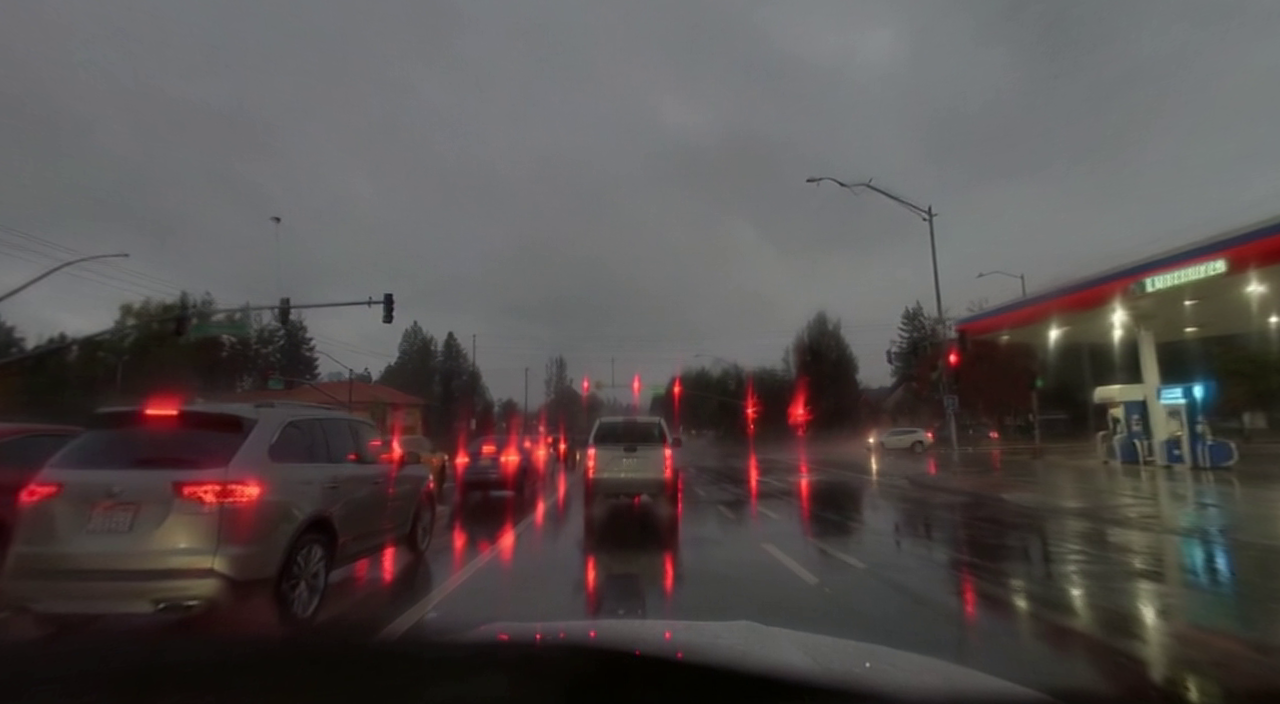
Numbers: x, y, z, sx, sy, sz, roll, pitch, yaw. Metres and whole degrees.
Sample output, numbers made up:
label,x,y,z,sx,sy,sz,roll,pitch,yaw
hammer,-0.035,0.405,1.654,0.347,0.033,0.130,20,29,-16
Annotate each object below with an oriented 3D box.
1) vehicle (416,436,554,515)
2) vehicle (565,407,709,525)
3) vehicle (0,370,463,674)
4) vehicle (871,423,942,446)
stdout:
label,x,y,z,sx,sy,sz,roll,pitch,yaw
vehicle,-3.112,2.572,13.614,1.881,1.424,4.098,0,-9,1
vehicle,-0.068,2.138,12.359,2.224,1.819,5.005,0,-9,-1
vehicle,-3.311,1.279,5.798,2.096,1.718,4.266,0,-9,1
vehicle,20.468,6.354,48.631,4.548,1.730,2.013,1,-9,-5
